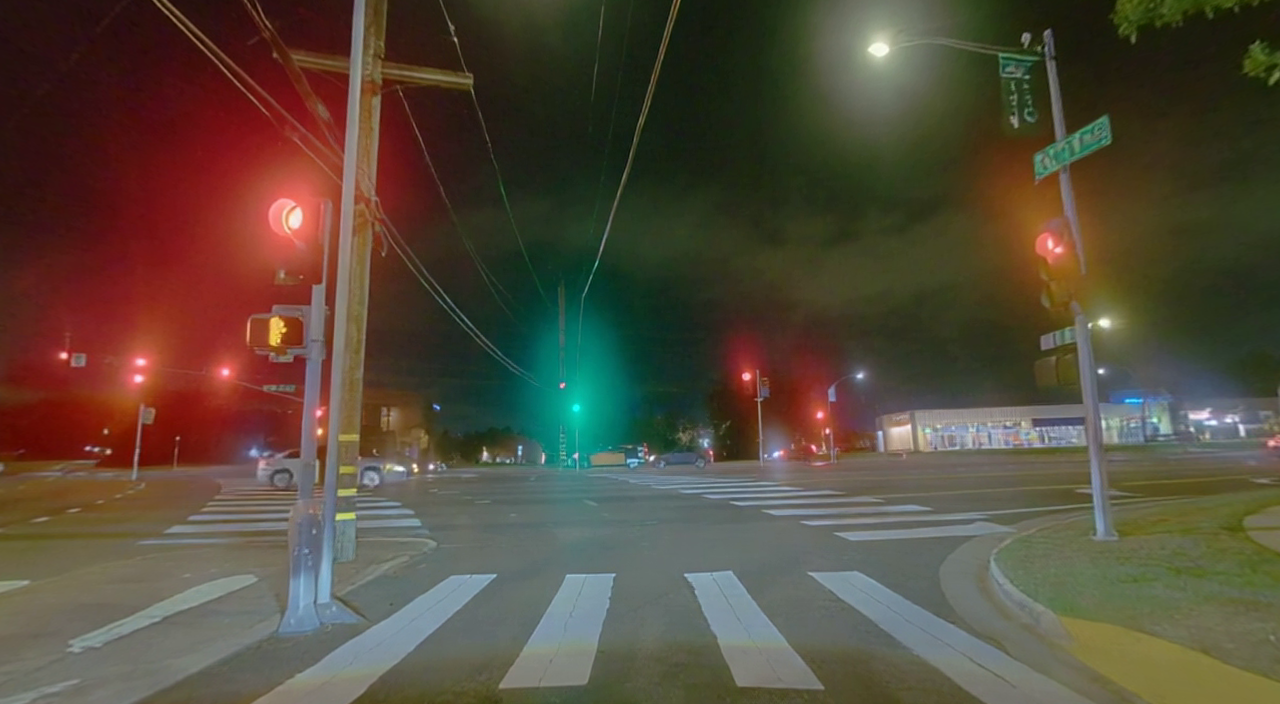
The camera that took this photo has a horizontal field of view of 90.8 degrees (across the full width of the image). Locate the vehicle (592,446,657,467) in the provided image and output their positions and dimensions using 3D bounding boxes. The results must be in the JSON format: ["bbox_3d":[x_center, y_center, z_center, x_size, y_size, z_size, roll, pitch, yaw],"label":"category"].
[{"bbox_3d":[-1.138,7.547,45.835,4.391,1.451,1.717,4,-9,-25],"label":"vehicle"}]

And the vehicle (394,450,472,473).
[{"bbox_3d":[-14.077,7.430,43.014,4.837,1.407,1.818,4,-9,-26],"label":"vehicle"}]

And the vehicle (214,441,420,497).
[{"bbox_3d":[-8.903,3.230,17.645,4.799,1.438,1.899,-1,-8,6],"label":"vehicle"}]
